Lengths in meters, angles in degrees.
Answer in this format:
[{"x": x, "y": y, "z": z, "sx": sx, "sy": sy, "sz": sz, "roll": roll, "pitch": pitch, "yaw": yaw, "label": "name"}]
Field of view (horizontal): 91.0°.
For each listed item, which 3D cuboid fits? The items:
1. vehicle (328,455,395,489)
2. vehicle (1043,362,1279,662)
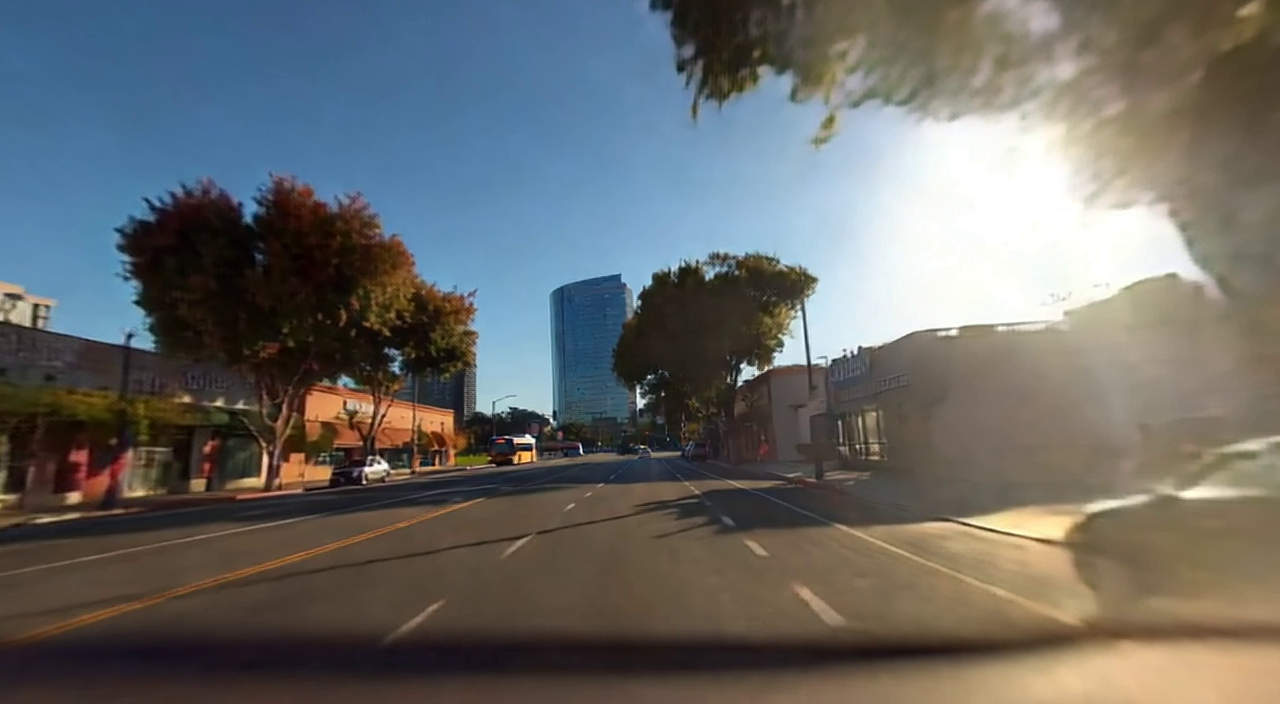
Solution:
[{"x": -17.020, "y": 7.316, "z": 38.736, "sx": 1.896, "sy": 1.844, "sz": 4.620, "roll": 0, "pitch": -8, "yaw": 1, "label": "vehicle"}, {"x": 5.055, "y": 0.929, "z": 3.486, "sx": 2.241, "sy": 1.832, "sz": 5.234, "roll": 0, "pitch": -8, "yaw": 1, "label": "vehicle"}]
